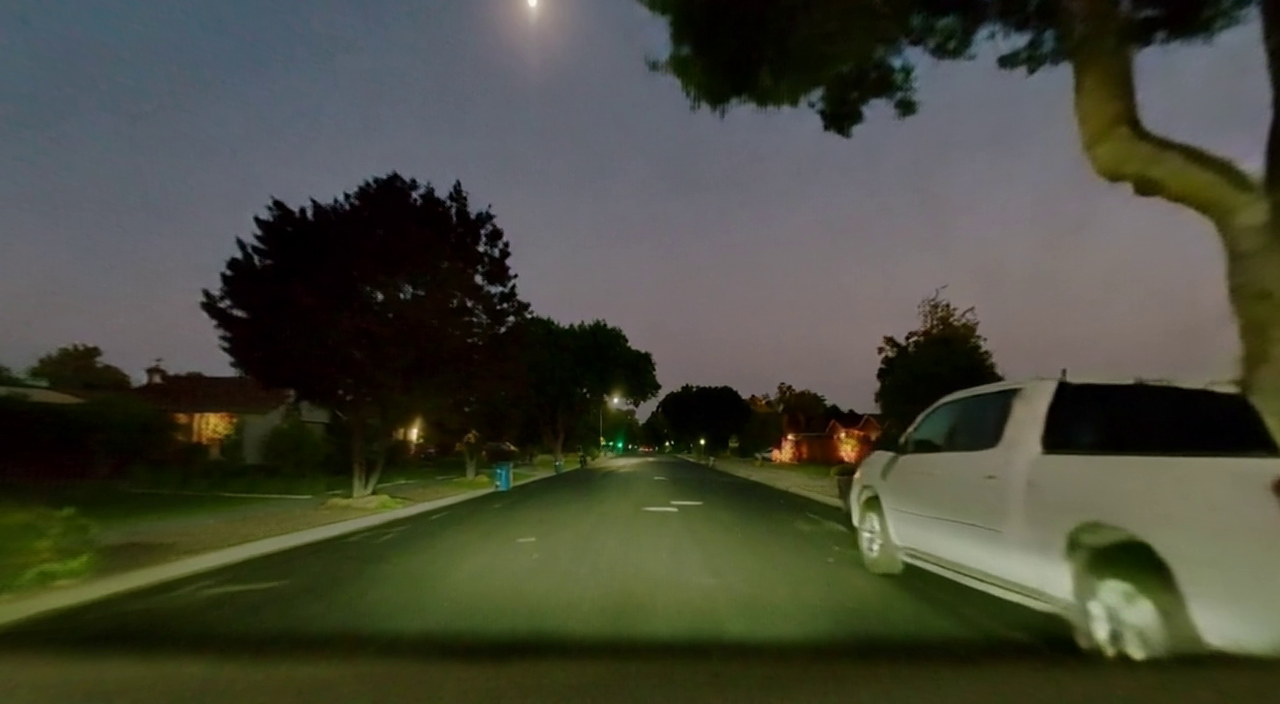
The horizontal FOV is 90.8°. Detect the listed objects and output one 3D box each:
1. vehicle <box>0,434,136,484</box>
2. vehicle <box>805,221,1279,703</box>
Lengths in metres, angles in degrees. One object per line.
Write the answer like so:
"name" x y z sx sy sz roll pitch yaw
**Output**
"vehicle" -19.422 3.516 20.945 4.337 1.496 1.868 -2 -9 15
"vehicle" 3.704 1.085 5.107 2.789 2.206 7.420 -1 -9 1
